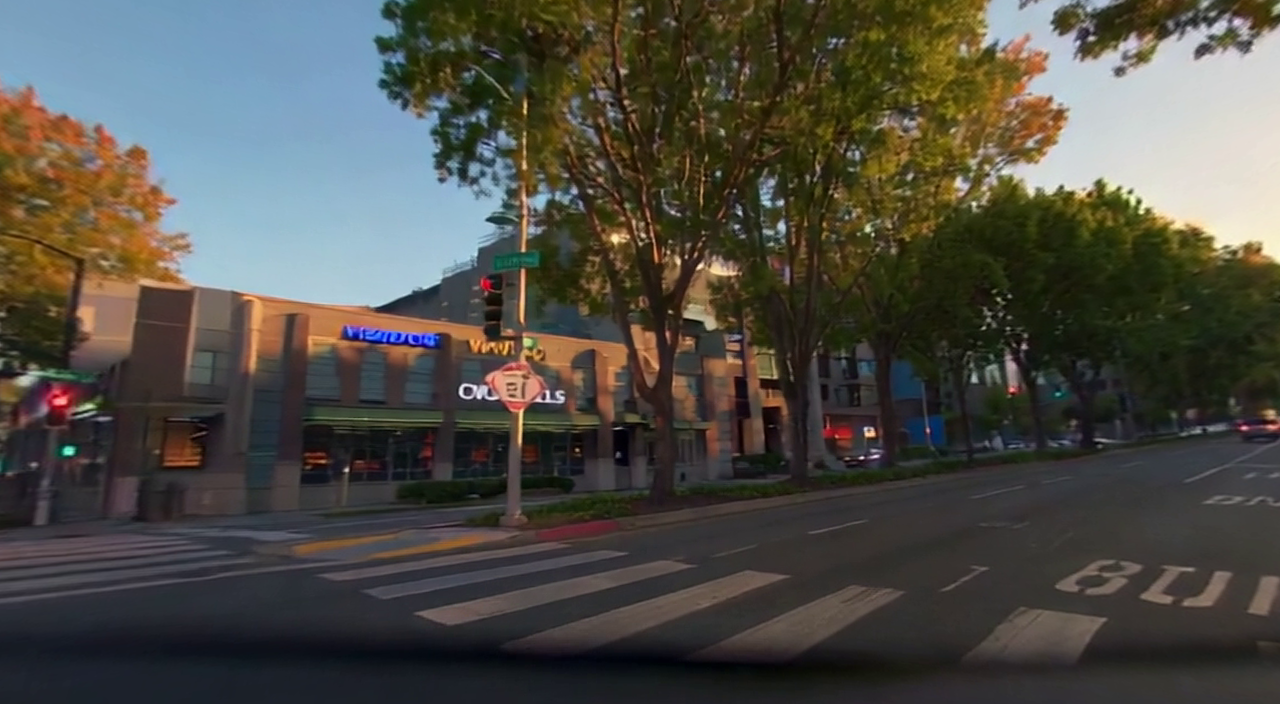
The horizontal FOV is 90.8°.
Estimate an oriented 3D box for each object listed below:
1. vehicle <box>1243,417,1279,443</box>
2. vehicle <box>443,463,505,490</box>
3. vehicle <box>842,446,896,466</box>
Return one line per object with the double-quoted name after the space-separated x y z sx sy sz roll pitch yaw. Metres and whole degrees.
46.812 5.824 46.939 4.250 1.775 2.223 7 -11 -40 "vehicle"
-10.017 7.422 37.944 1.956 1.471 3.994 7 -12 -42 "vehicle"
17.683 7.999 48.667 4.442 1.440 1.840 7 -11 -40 "vehicle"
